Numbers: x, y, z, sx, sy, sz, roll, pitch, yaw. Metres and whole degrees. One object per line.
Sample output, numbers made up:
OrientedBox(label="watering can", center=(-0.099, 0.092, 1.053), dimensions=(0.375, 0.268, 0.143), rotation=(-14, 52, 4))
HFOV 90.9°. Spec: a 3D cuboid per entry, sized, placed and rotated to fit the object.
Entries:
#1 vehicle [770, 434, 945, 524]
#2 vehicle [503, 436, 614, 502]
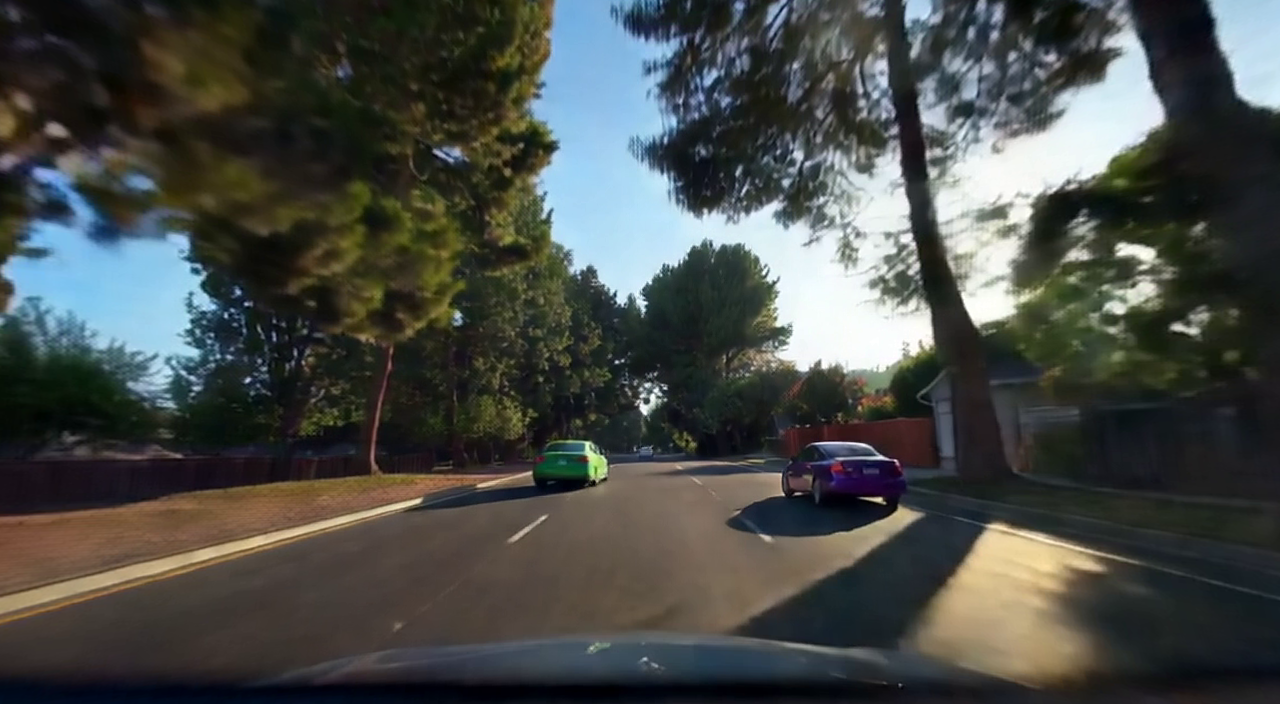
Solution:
OrientedBox(label="vehicle", center=(4.151, 2.470, 12.948), dimensions=(1.943, 1.471, 4.515), rotation=(-1, -8, 0))
OrientedBox(label="vehicle", center=(-2.066, 3.154, 17.555), dimensions=(2.206, 1.525, 4.695), rotation=(-2, -8, 3))
